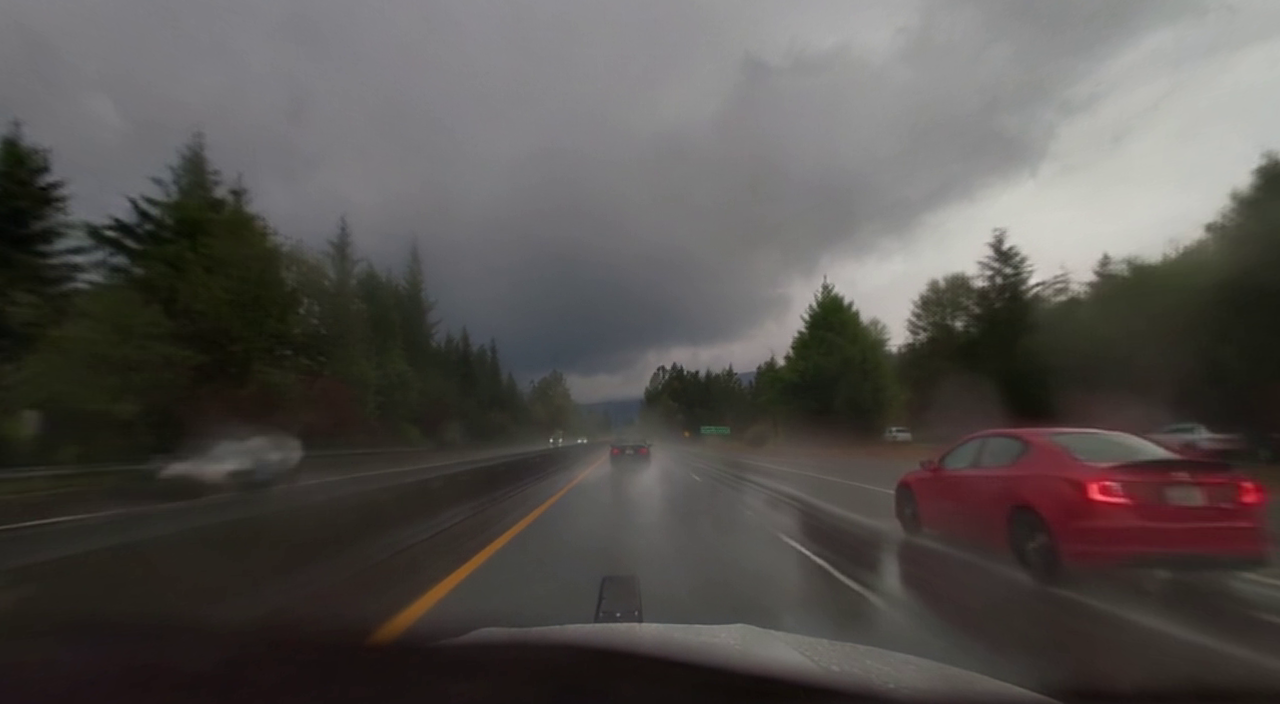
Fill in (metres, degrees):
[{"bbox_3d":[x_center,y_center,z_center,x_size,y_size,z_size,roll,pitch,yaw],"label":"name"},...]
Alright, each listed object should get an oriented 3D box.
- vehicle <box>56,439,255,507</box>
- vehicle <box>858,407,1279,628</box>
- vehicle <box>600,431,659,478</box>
[{"bbox_3d":[-13.234,3.273,17.640,1.989,1.629,4.528,0,-8,0],"label":"vehicle"},{"bbox_3d":[4.099,1.429,6.550,2.010,1.508,4.285,0,-8,-1],"label":"vehicle"},{"bbox_3d":[-0.360,3.543,22.057,1.897,1.479,3.724,0,-8,-1],"label":"vehicle"}]
